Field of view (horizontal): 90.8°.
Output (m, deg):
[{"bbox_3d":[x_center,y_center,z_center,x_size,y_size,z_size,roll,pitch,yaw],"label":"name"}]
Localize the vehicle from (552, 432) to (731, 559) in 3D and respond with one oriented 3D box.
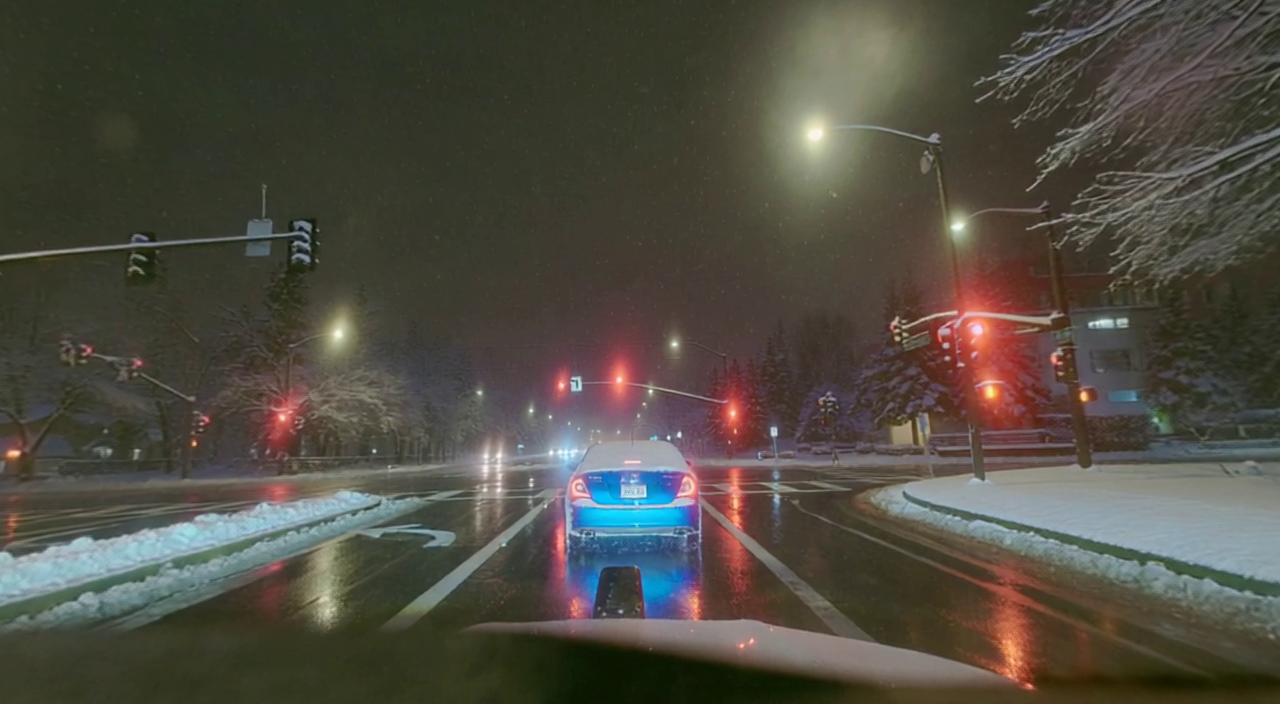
[{"bbox_3d":[-0.018,1.997,9.505,2.107,1.470,3.974,0,-9,-1],"label":"vehicle"}]
